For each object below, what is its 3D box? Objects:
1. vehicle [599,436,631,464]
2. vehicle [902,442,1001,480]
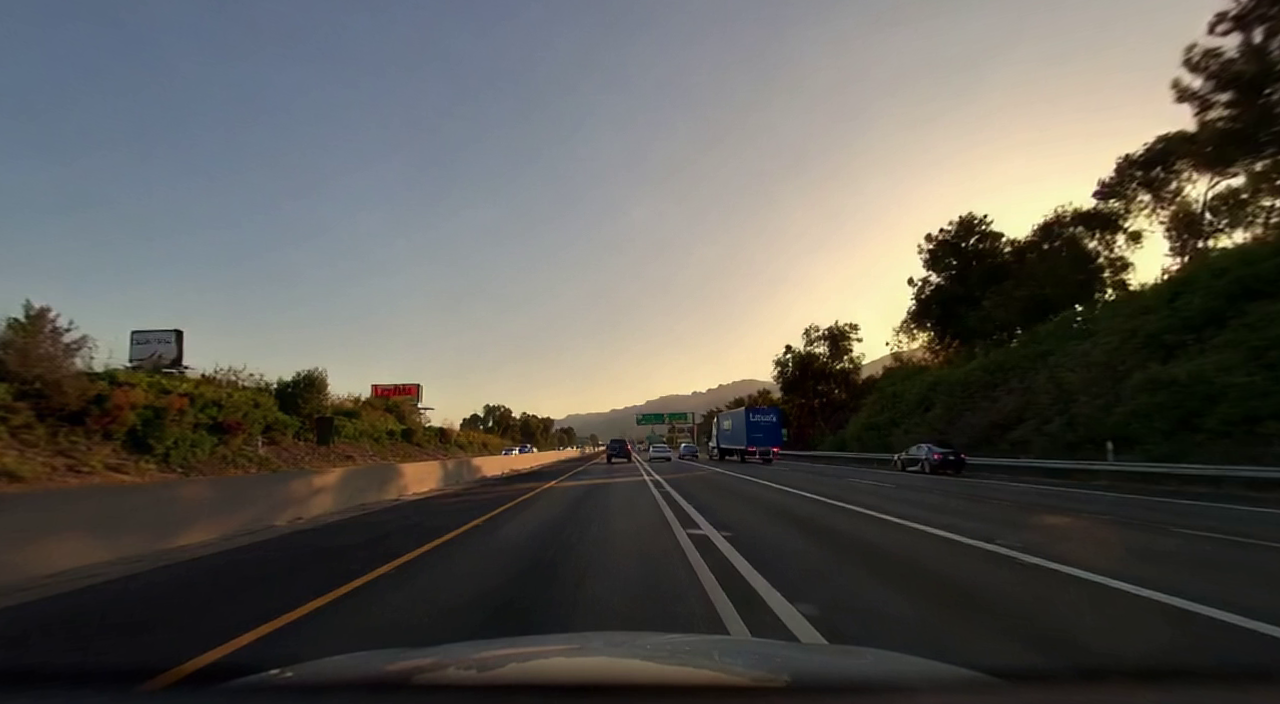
[{"bbox_3d":[-1.925,7.740,49.869,2.357,2.040,5.371,0,-9,-1],"label":"vehicle"},{"bbox_3d":[13.258,4.638,27.236,1.862,1.462,4.459,0,-9,-1],"label":"vehicle"}]
